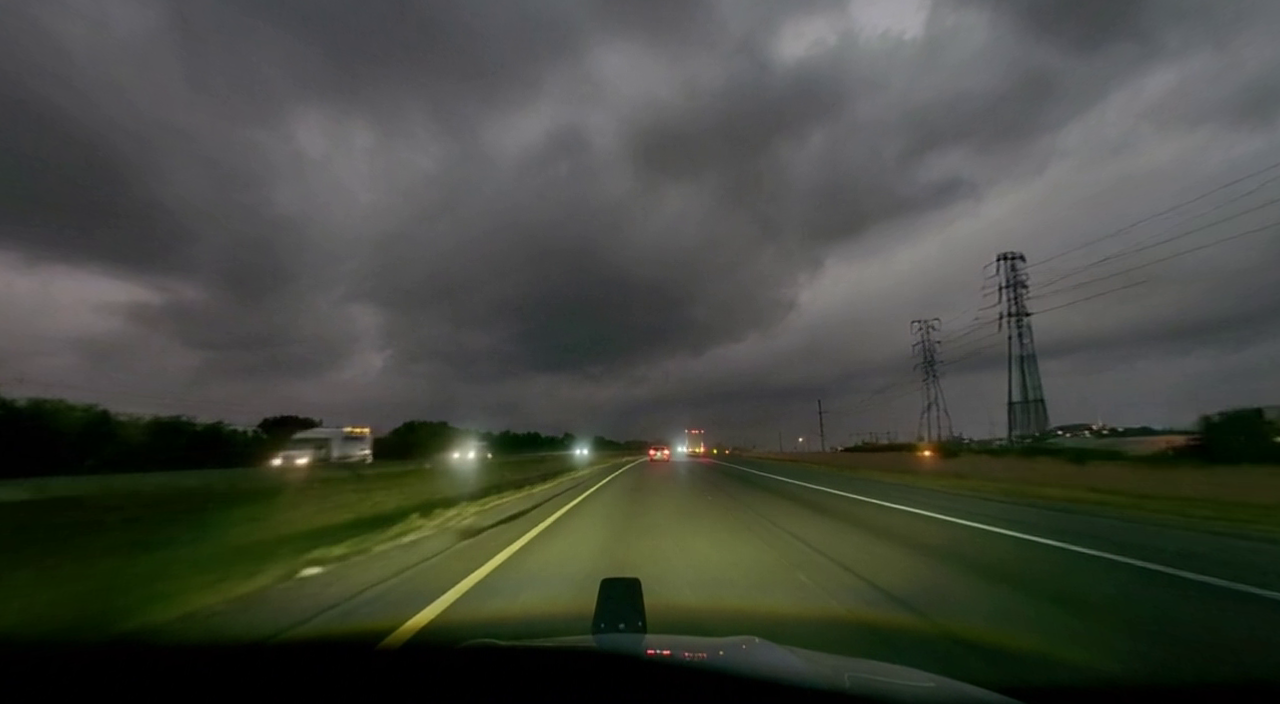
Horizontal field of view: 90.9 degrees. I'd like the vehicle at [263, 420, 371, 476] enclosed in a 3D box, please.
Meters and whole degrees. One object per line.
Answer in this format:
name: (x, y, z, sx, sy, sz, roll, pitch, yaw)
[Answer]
vehicle: (-19.926, 5.993, 39.425, 3.334, 3.169, 5.984, -1, -9, 2)
